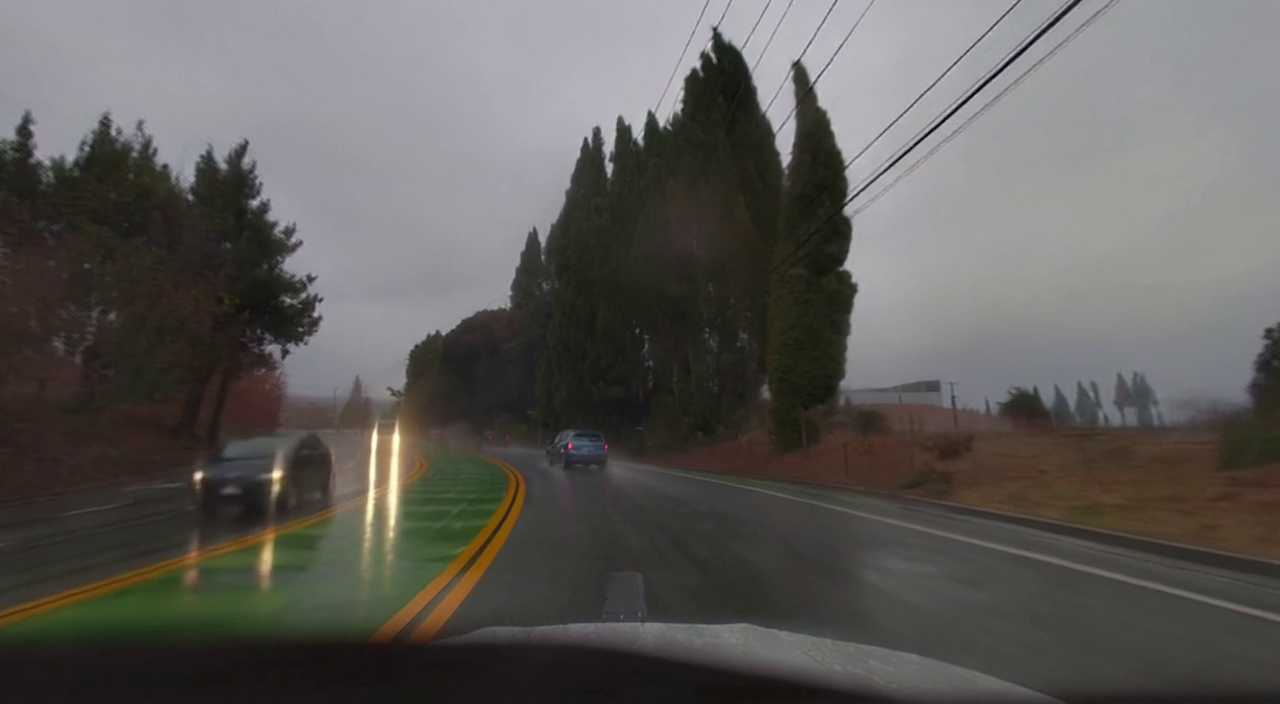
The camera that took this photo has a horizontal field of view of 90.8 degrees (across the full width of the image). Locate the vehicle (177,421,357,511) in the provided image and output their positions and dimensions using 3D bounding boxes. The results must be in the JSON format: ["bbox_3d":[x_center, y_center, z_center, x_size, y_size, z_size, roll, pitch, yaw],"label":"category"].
[{"bbox_3d":[-8.041,2.474,14.168,2.000,1.683,4.115,1,-8,-9],"label":"vehicle"}]

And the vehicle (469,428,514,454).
[{"bbox_3d":[-10.501,6.268,44.341,2.075,1.699,4.520,4,-9,-25],"label":"vehicle"}]

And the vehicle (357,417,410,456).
[{"bbox_3d":[-14.789,4.929,36.683,2.524,2.051,5.963,3,-9,-20],"label":"vehicle"}]

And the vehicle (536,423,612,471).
[{"bbox_3d":[-2.817,3.907,26.081,2.140,1.767,4.720,3,-9,-18],"label":"vehicle"}]
